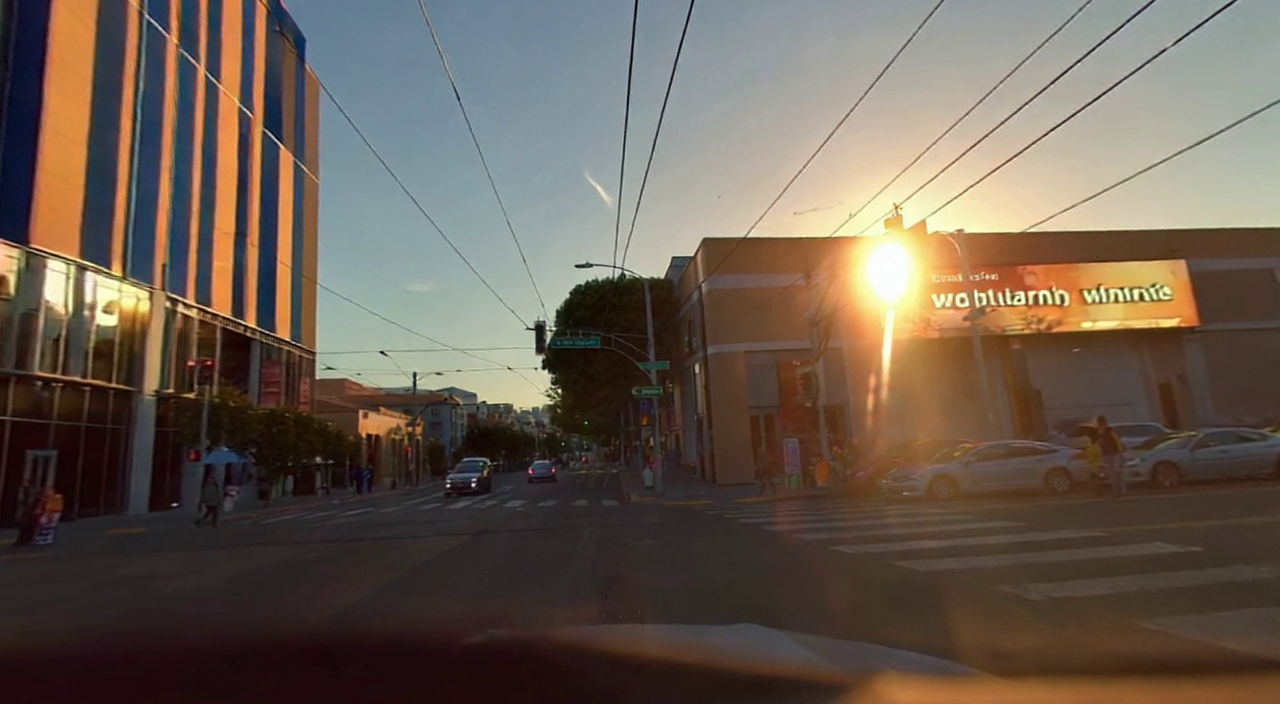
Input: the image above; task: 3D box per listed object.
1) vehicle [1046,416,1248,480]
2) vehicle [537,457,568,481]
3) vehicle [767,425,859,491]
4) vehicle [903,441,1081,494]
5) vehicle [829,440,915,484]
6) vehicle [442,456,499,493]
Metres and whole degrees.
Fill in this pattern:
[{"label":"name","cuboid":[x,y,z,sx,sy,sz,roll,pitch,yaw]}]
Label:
[{"label":"vehicle","cuboid":[16.311,3.119,20.494,4.944,1.946,1.952,1,-8,-4]},{"label":"vehicle","cuboid":[-5.935,7.990,43.315,1.797,1.490,4.549,0,-9,-4]},{"label":"vehicle","cuboid":[6.898,4.225,25.817,2.316,2.425,4.466,1,-7,-3]},{"label":"vehicle","cuboid":[10.958,3.586,19.844,4.697,1.510,1.596,0,-9,-6]},{"label":"vehicle","cuboid":[9.459,4.548,26.123,1.856,1.627,4.098,1,-10,-2]},{"label":"vehicle","cuboid":[-9.306,6.718,35.075,2.121,1.792,4.510,0,-9,-3]}]
